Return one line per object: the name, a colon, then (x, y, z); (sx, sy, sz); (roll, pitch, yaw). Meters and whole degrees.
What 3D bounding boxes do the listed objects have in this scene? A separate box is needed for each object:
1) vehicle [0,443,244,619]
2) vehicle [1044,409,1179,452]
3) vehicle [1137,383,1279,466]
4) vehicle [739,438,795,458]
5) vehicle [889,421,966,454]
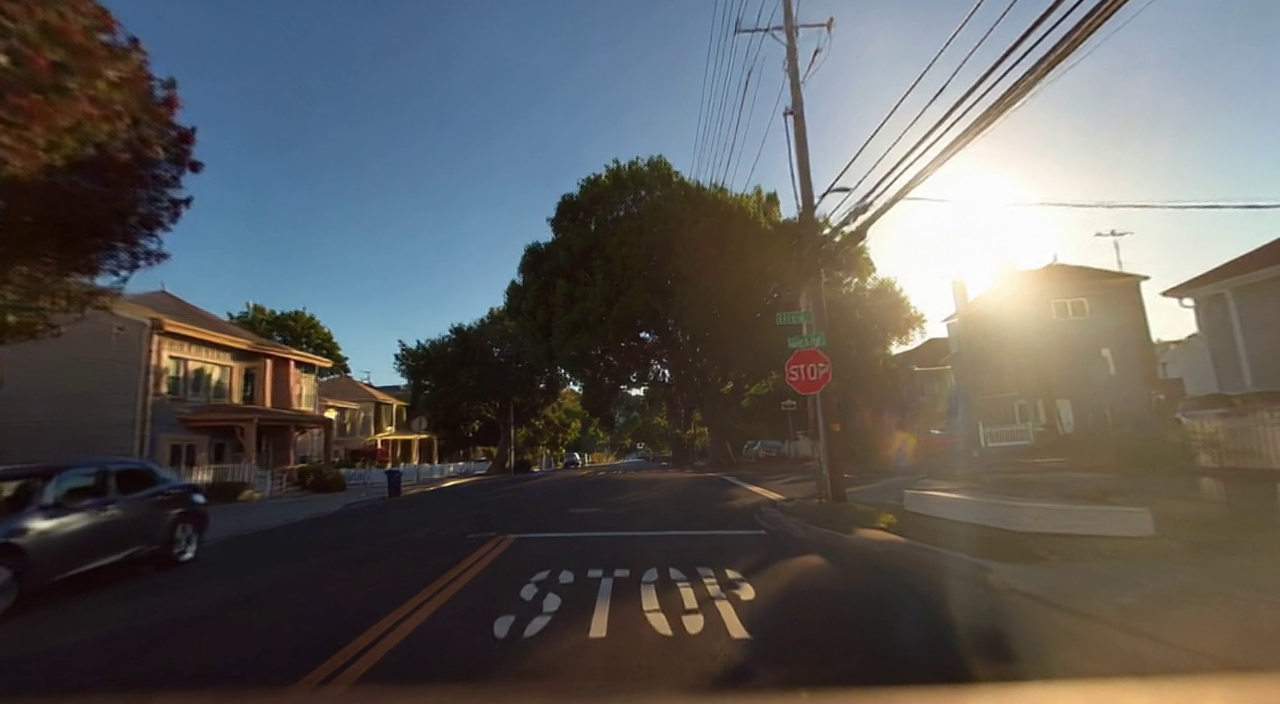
vehicle: (-6.752, 1.900, 7.088); (2.026, 1.560, 4.062); (-5, -9, 0)
vehicle: (21.129, 3.576, 28.460); (4.466, 1.769, 2.033); (1, -8, -1)
vehicle: (16.633, 1.862, 16.076); (6.022, 1.953, 2.250); (0, -9, -1)
vehicle: (9.948, 7.550, 49.824); (4.019, 1.533, 1.769); (0, -9, 0)
vehicle: (15.578, 4.685, 34.502); (2.025, 1.689, 4.342); (0, -9, -2)
